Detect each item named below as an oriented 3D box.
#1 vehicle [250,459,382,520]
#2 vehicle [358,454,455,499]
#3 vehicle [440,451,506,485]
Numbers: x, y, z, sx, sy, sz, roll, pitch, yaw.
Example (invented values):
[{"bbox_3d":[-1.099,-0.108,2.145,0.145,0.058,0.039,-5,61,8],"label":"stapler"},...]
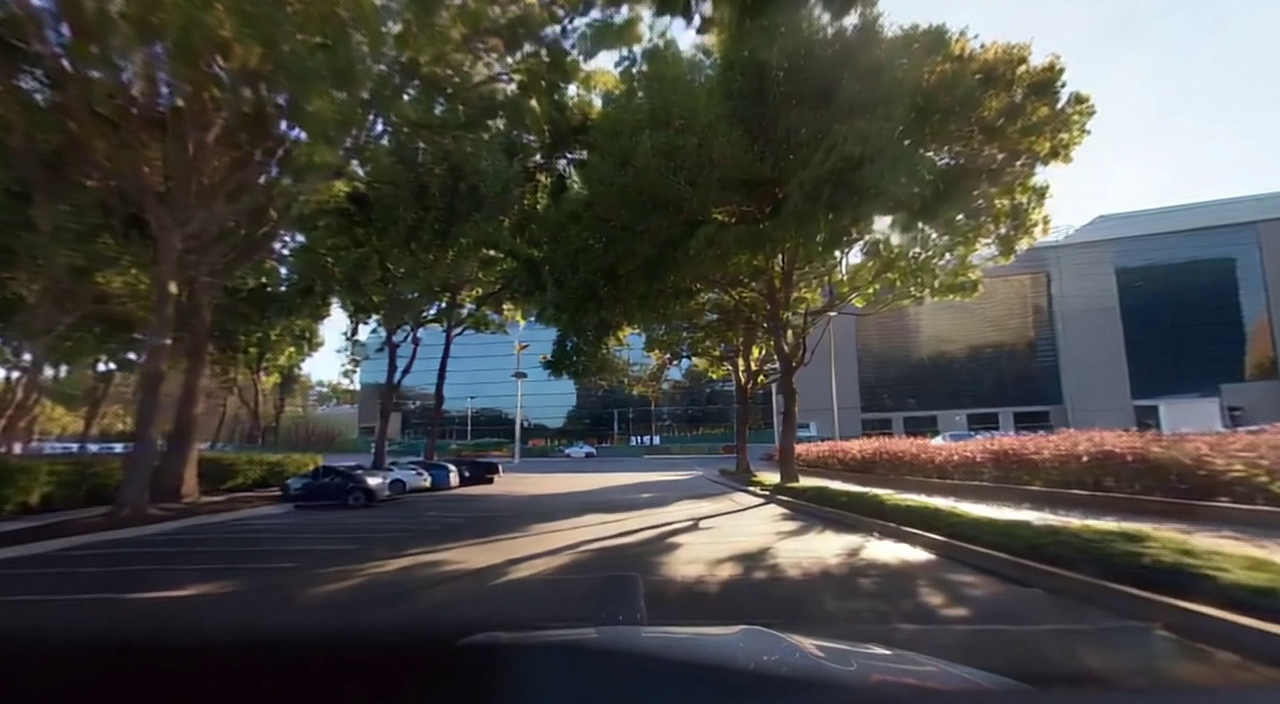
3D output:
[{"bbox_3d":[-9.264,3.923,18.410,1.938,1.191,3.630,-7,-7,-1],"label":"vehicle"},{"bbox_3d":[-8.945,4.776,24.670,2.038,1.525,4.383,0,-8,1],"label":"vehicle"},{"bbox_3d":[-9.155,6.370,35.060,2.360,1.741,4.912,0,-9,-1],"label":"vehicle"}]
